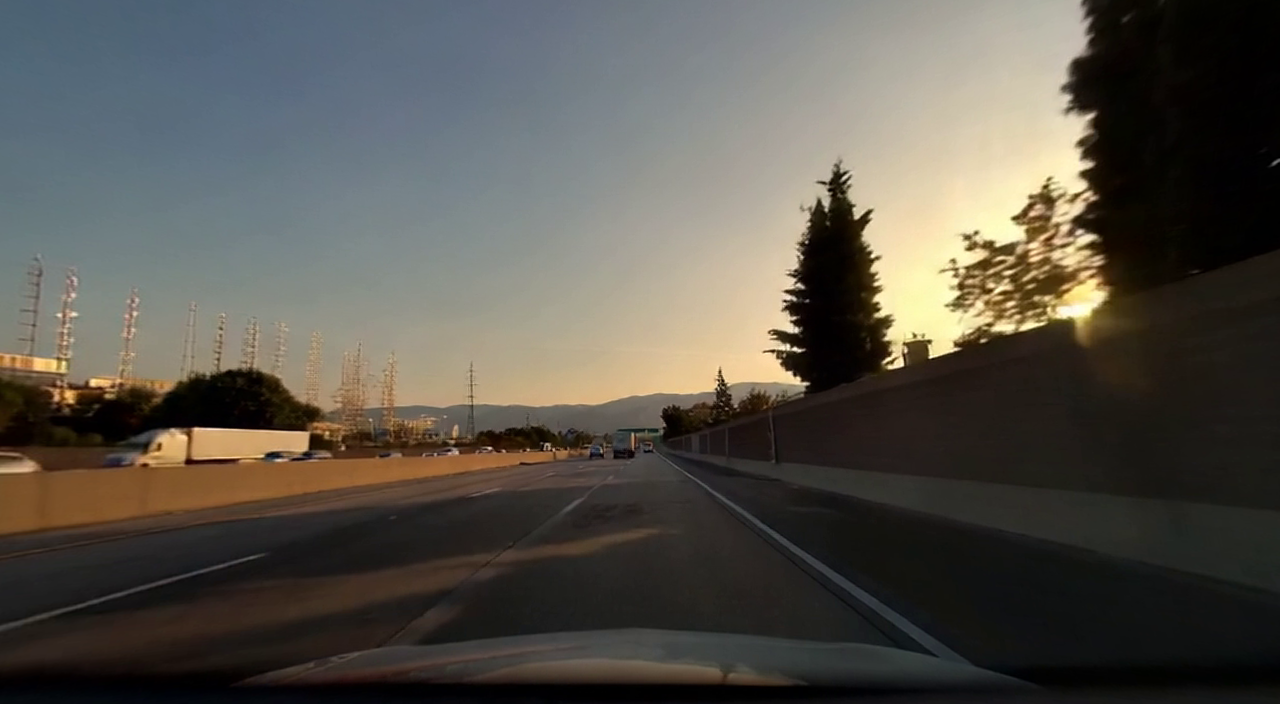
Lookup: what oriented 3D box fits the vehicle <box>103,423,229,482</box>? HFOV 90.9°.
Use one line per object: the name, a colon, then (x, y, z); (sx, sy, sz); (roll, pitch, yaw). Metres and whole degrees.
vehicle: (-35.860, 7.651, 48.294); (3.059, 4.015, 8.256); (0, -8, 0)
